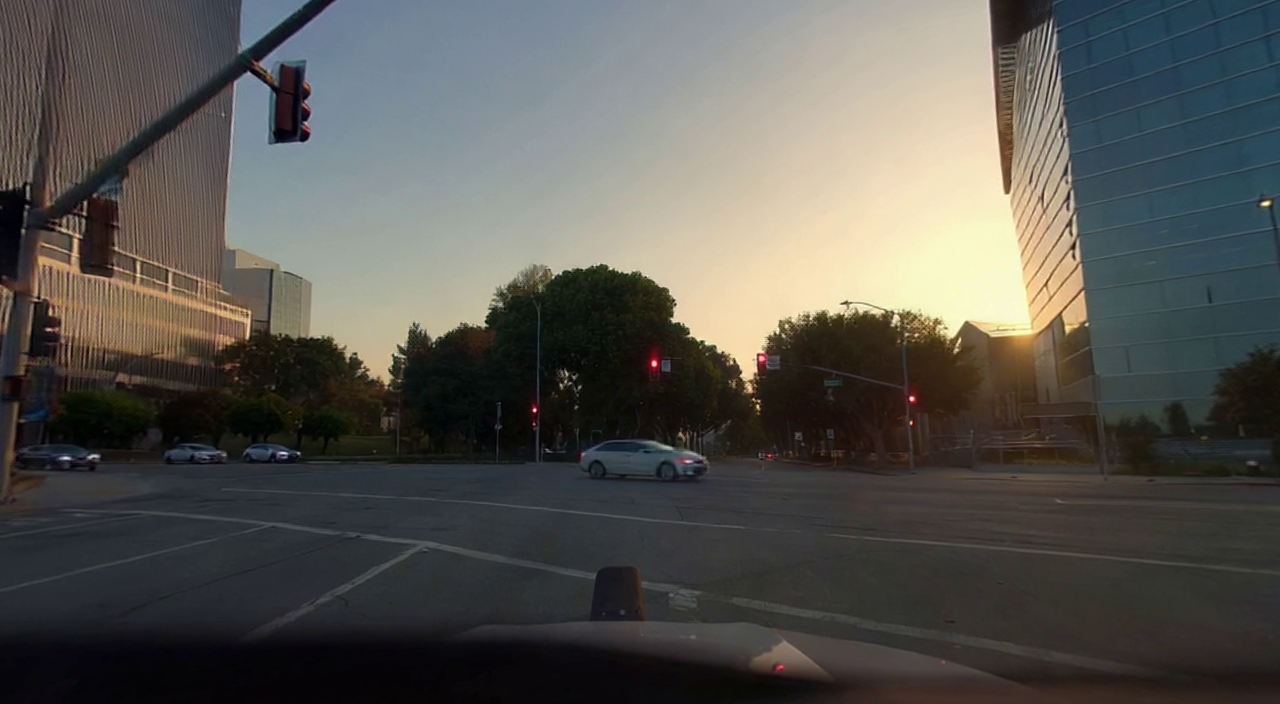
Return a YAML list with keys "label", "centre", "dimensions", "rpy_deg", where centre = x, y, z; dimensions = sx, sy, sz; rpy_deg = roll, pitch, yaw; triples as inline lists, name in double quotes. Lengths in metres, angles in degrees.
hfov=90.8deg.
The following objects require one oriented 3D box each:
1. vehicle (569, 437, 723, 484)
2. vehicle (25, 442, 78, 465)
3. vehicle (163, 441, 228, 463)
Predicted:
- label: "vehicle"
  centre: [0.108, 3.909, 22.983]
  dimensions: [5.408, 1.505, 2.091]
  rpy_deg: [-7, -11, 37]
- label: "vehicle"
  centre: [-38.297, 6.565, 41.088]
  dimensions: [4.323, 1.390, 1.953]
  rpy_deg: [-8, -11, 41]
- label: "vehicle"
  centre: [-30.481, 6.827, 43.282]
  dimensions: [4.380, 1.455, 1.869]
  rpy_deg: [-5, -10, 30]
